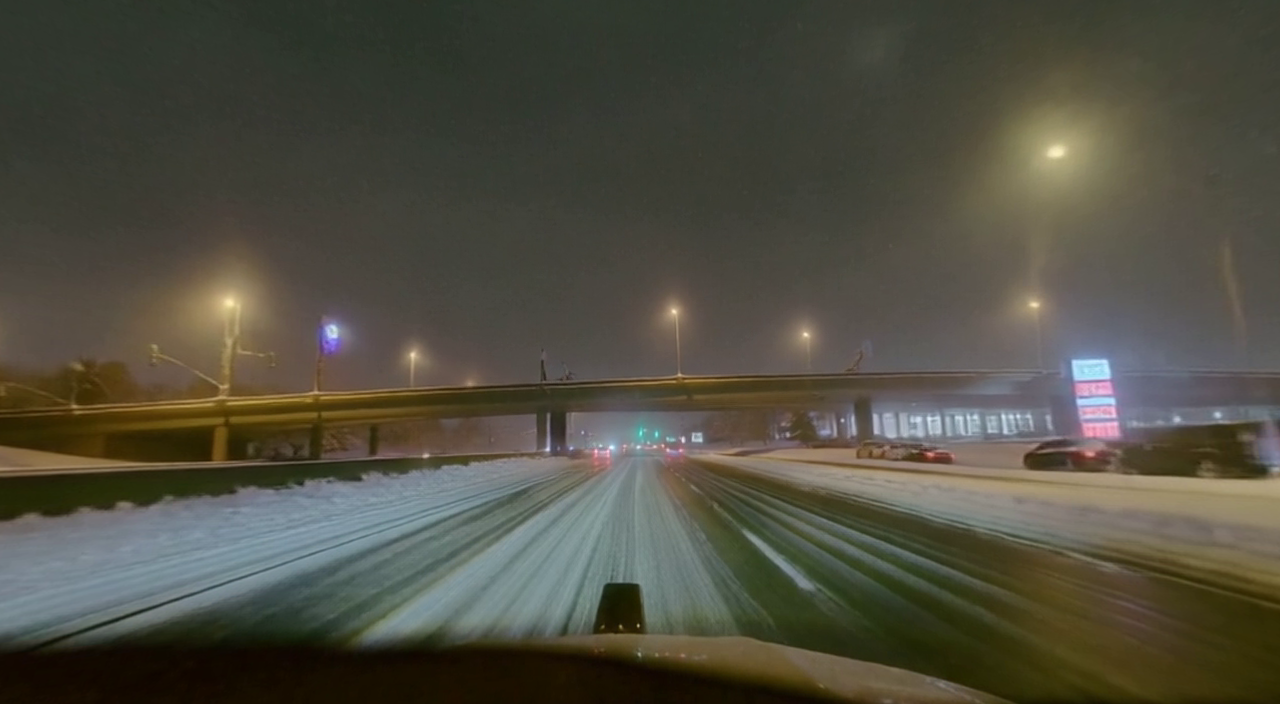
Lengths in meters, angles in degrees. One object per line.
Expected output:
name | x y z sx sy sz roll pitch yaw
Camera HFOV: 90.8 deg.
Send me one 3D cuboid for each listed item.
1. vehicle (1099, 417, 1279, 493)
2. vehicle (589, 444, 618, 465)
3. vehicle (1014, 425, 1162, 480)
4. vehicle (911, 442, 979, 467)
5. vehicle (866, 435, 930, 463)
vehicle | 17.815 3.218 20.126 2.229 2.050 5.602 0 -8 2
vehicle | -2.729 7.800 48.208 1.982 1.516 4.327 0 -8 0
vehicle | 18.023 4.082 25.853 2.108 1.965 5.471 0 -8 1
vehicle | 18.461 6.217 38.467 1.858 1.432 4.563 0 -8 0
vehicle | 18.631 7.030 45.973 2.128 1.915 5.821 0 -8 -1
